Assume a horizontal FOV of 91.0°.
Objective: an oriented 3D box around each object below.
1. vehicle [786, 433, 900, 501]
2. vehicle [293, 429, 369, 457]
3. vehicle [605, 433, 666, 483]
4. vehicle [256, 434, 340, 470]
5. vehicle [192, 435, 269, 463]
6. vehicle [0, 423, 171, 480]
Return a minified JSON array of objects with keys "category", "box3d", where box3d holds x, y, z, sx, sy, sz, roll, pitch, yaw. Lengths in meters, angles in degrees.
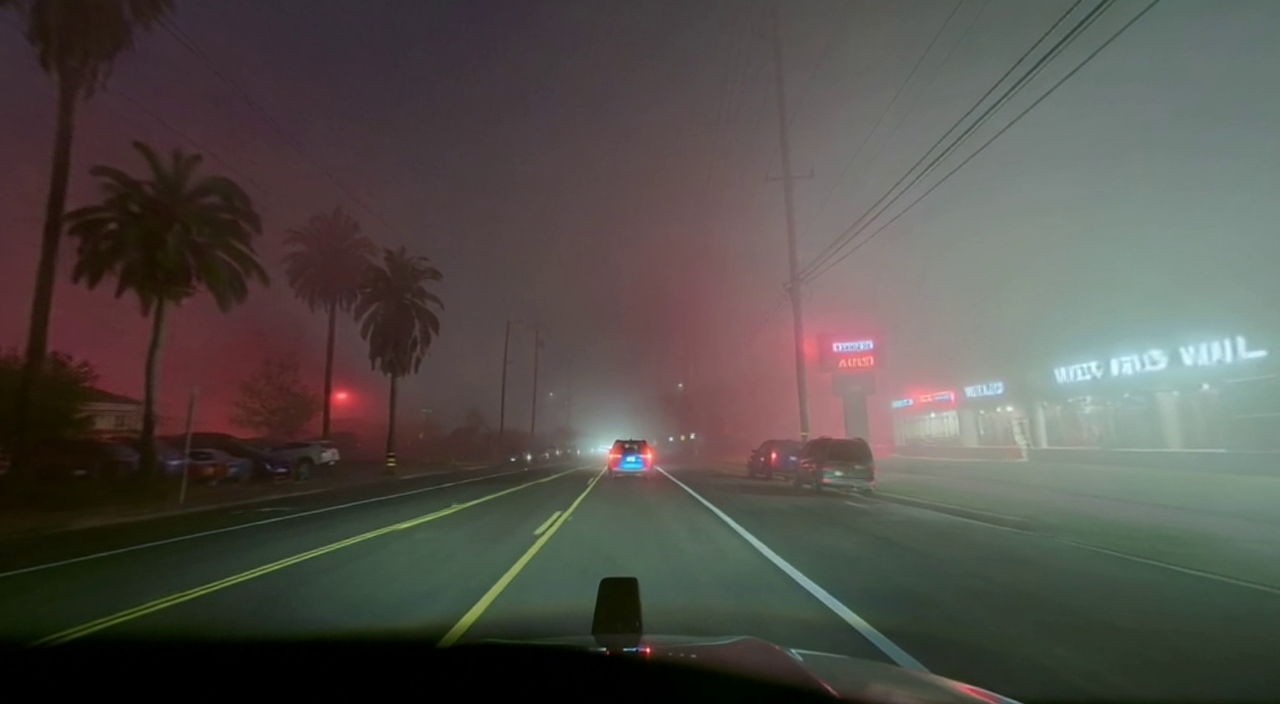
[{"category":"vehicle","box3d":[5.964,3.421,19.154,1.945,1.791,4.460,0,-9,0]},{"category":"vehicle","box3d":[-20.833,6.147,42.559,1.911,1.762,4.127,-7,-11,42]},{"category":"vehicle","box3d":[-0.206,4.241,25.498,2.264,1.798,4.563,0,-8,-1]},{"category":"vehicle","box3d":[-17.603,5.167,32.679,2.084,1.678,4.707,1,-9,-6]},{"category":"vehicle","box3d":[-22.928,5.454,35.464,1.829,1.492,4.487,1,-9,-8]},{"category":"vehicle","box3d":[-18.999,3.312,21.119,4.976,1.741,1.986,7,-11,-40]}]
